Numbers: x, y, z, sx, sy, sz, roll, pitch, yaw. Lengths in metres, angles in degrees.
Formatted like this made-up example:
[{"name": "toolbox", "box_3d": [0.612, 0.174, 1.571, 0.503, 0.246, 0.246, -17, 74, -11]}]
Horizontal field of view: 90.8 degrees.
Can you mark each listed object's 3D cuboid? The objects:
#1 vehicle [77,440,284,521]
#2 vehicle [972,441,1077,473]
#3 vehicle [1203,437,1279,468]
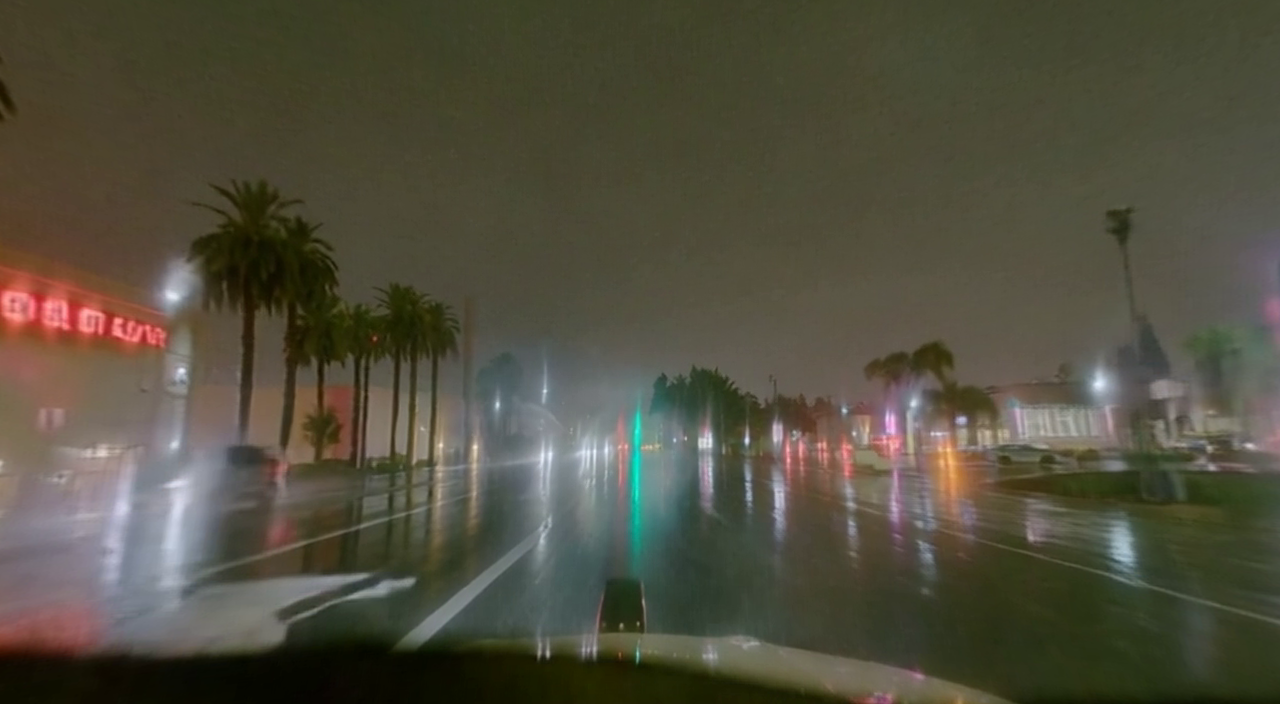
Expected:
[{"name": "vehicle", "box_3d": [-12.812, 3.565, 18.204, 2.237, 1.950, 5.039, 0, -9, -2]}, {"name": "vehicle", "box_3d": [21.545, 5.911, 35.542, 4.620, 1.475, 1.904, -3, -9, -3]}, {"name": "vehicle", "box_3d": [34.648, 5.666, 35.784, 3.698, 1.478, 1.811, -3, -8, -1]}]
